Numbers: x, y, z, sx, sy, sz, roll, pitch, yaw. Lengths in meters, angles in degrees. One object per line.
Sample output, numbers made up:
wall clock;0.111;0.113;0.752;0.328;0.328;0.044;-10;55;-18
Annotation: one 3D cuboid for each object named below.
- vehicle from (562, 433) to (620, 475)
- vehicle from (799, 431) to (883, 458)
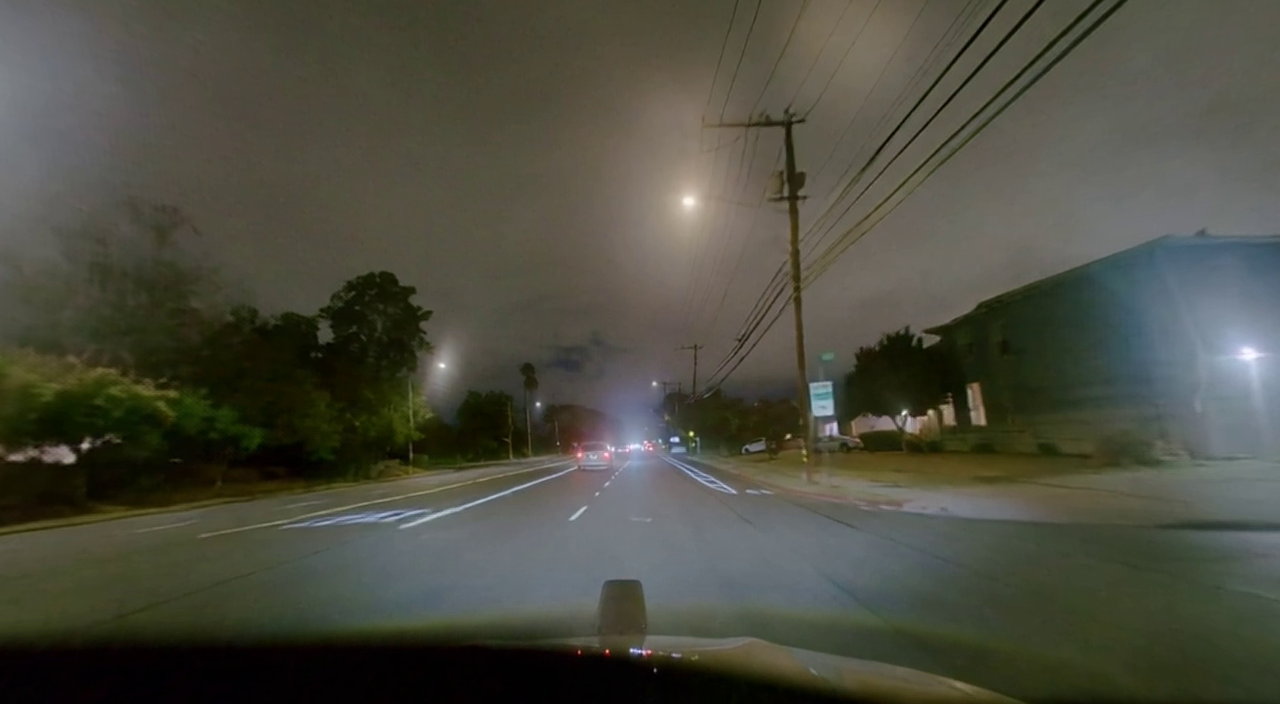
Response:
vehicle;-2.317;5.016;31.104;2.327;1.861;4.941;0;-9;2
vehicle;12.043;5.609;37.975;2.212;1.404;4.283;2;-10;-33
